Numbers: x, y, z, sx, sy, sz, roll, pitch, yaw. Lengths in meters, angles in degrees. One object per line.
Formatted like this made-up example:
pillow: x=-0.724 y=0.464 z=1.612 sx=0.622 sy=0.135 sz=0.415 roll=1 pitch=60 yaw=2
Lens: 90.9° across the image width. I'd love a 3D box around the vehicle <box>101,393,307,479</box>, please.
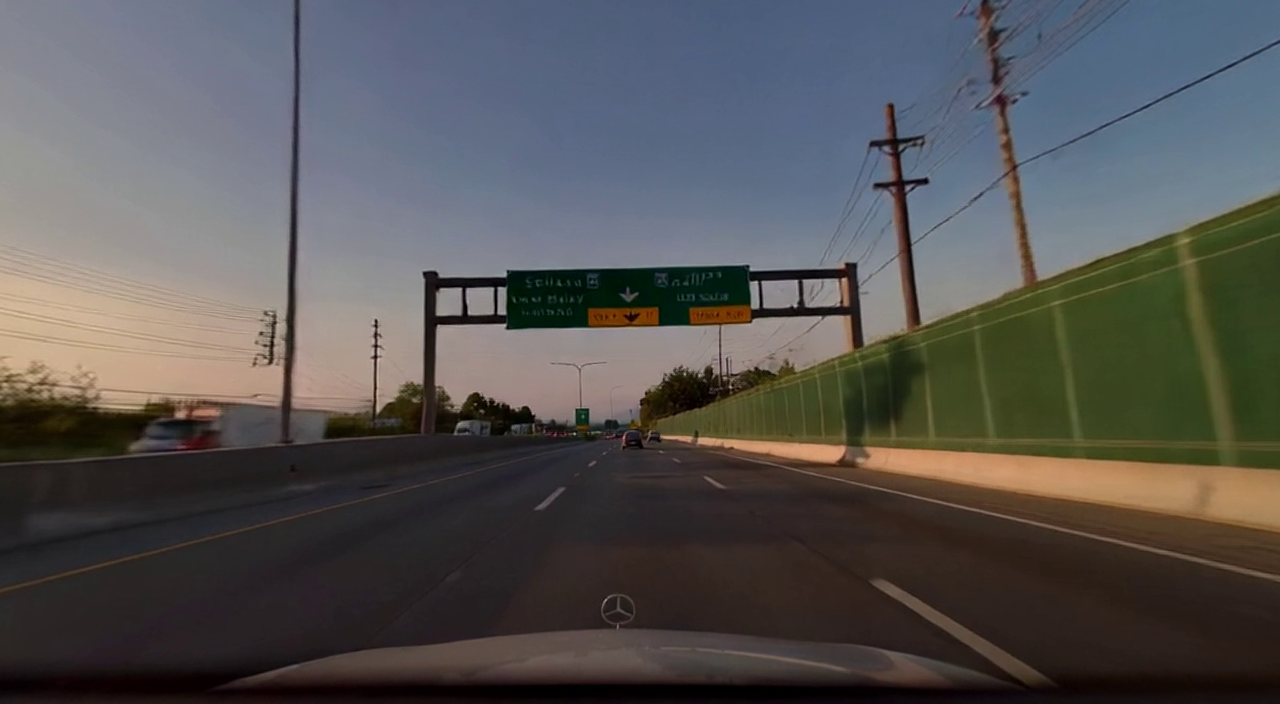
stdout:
vehicle: x=-20.674 y=4.138 z=31.094 sx=2.966 sy=3.516 sz=10.162 roll=0 pitch=-8 yaw=0
